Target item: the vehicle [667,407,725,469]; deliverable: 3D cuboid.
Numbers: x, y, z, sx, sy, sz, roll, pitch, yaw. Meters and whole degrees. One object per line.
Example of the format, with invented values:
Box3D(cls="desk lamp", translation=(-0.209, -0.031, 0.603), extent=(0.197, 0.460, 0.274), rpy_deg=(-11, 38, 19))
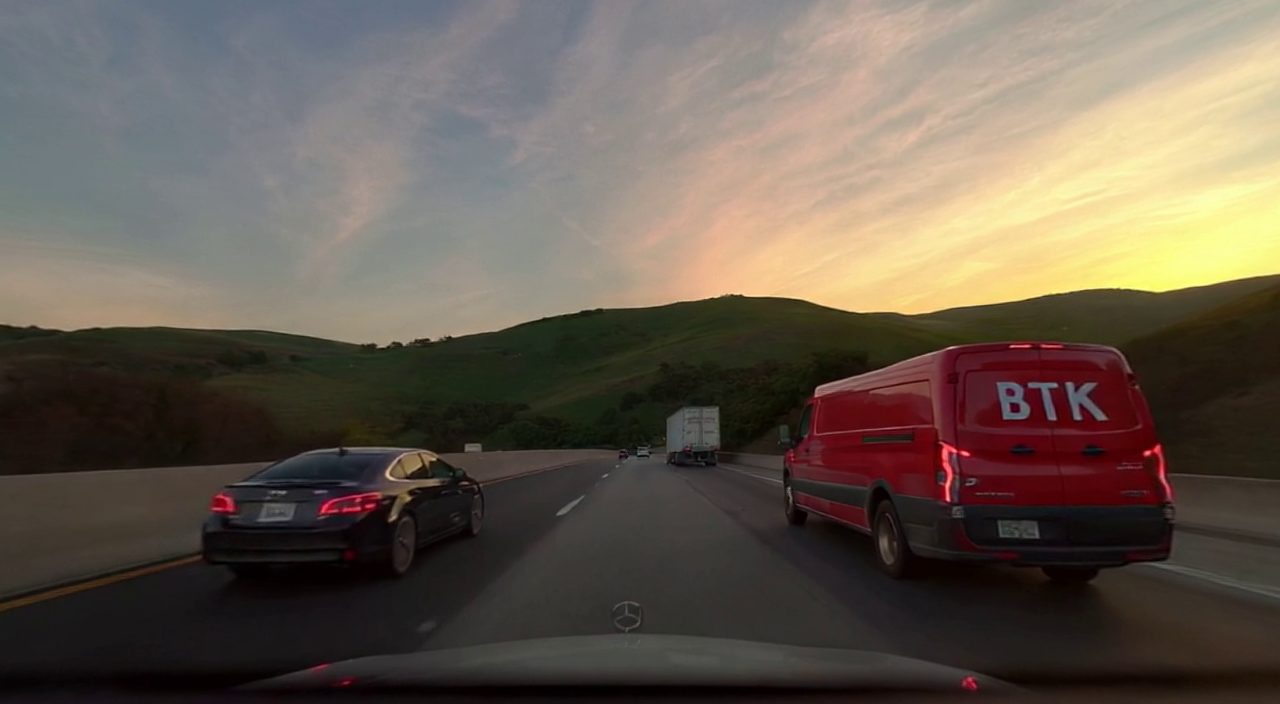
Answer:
Box3D(cls="vehicle", translation=(3.913, 6.573, 47.458), extent=(2.906, 4.011, 13.159), rpy_deg=(0, -9, -1))
